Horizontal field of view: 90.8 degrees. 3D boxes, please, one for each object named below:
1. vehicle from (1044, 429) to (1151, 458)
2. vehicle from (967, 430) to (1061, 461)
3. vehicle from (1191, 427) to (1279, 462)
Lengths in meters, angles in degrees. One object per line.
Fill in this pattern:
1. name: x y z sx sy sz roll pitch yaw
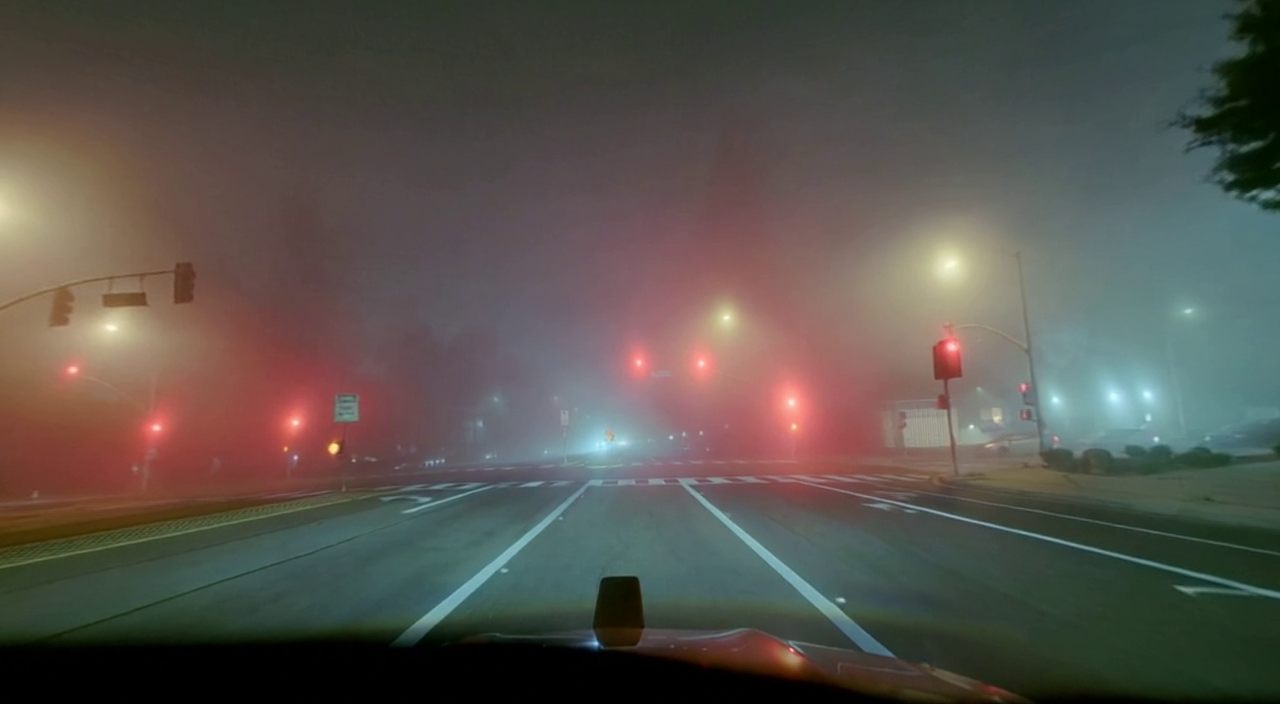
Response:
1. vehicle: 27.282 5.497 37.795 4.910 1.644 2.032 0 -9 -4
2. vehicle: 22.040 5.498 37.322 4.323 1.746 1.872 0 -9 -3
3. vehicle: 27.076 4.012 27.456 4.461 1.455 1.909 0 -8 -3
